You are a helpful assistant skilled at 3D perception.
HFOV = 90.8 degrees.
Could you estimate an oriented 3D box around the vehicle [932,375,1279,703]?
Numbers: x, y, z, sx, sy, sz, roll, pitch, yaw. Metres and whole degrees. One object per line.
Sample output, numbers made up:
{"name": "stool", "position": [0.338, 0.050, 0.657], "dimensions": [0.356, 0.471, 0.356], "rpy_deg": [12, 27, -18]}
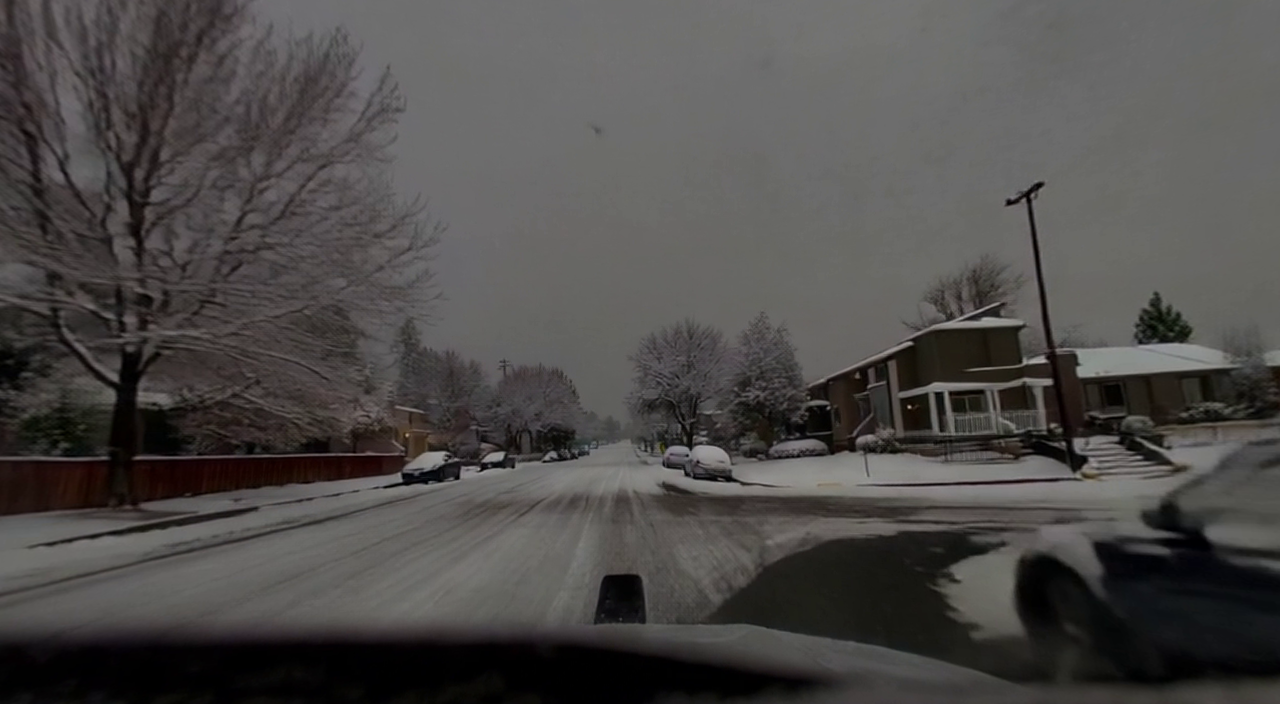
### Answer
{"name": "vehicle", "position": [3.042, 0.884, 2.314], "dimensions": [1.995, 1.521, 4.006], "rpy_deg": [0, -9, 0]}

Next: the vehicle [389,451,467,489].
{"name": "vehicle", "position": [-8.855, 4.958, 26.846], "dimensions": [1.937, 1.427, 4.510], "rpy_deg": [0, -9, -3]}

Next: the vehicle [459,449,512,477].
{"name": "vehicle", "position": [-9.226, 6.635, 38.097], "dimensions": [2.027, 1.584, 4.476], "rpy_deg": [0, -9, 1]}

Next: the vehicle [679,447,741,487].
{"name": "vehicle", "position": [2.879, 4.815, 26.818], "dimensions": [1.927, 1.529, 4.144], "rpy_deg": [0, -9, -3]}
